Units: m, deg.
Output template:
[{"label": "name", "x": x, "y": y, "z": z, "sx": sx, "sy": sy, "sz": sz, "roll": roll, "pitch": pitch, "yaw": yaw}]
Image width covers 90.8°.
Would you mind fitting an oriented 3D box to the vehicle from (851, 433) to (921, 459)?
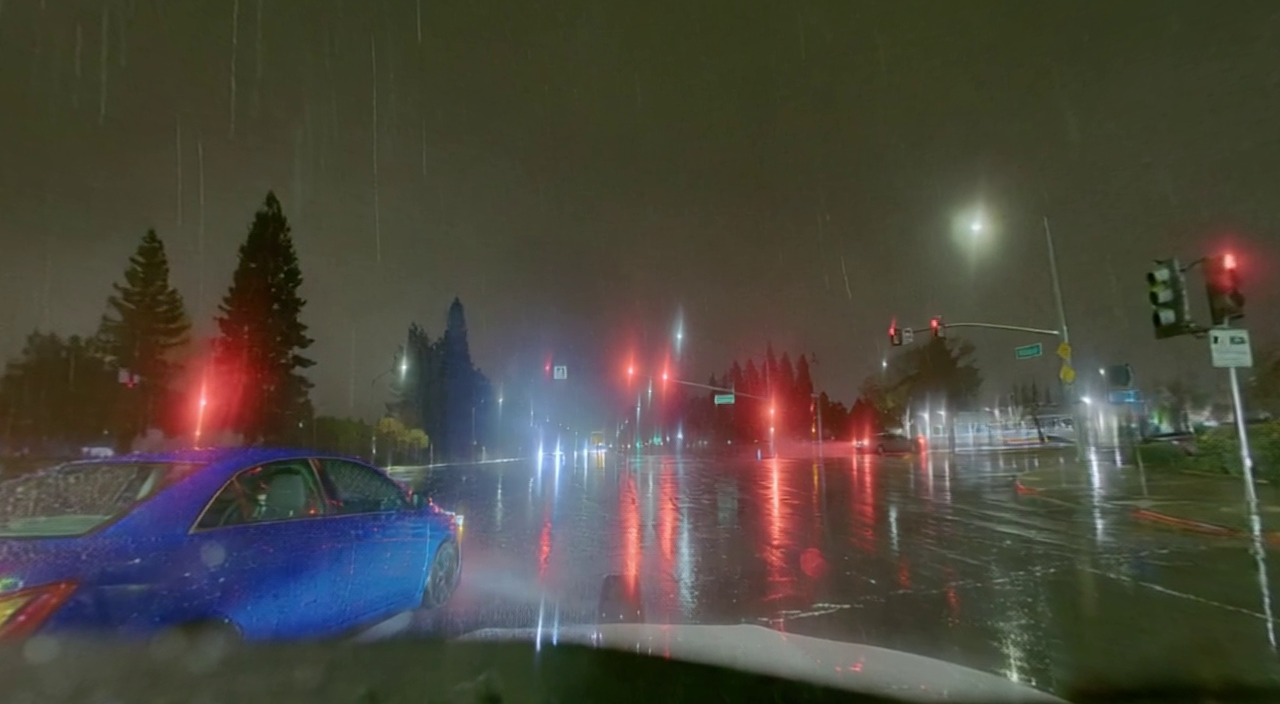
[{"label": "vehicle", "x": 17.630, "y": 6.743, "z": 45.243, "sx": 4.600, "sy": 1.783, "sz": 1.970, "roll": 4, "pitch": -10, "yaw": -26}]
